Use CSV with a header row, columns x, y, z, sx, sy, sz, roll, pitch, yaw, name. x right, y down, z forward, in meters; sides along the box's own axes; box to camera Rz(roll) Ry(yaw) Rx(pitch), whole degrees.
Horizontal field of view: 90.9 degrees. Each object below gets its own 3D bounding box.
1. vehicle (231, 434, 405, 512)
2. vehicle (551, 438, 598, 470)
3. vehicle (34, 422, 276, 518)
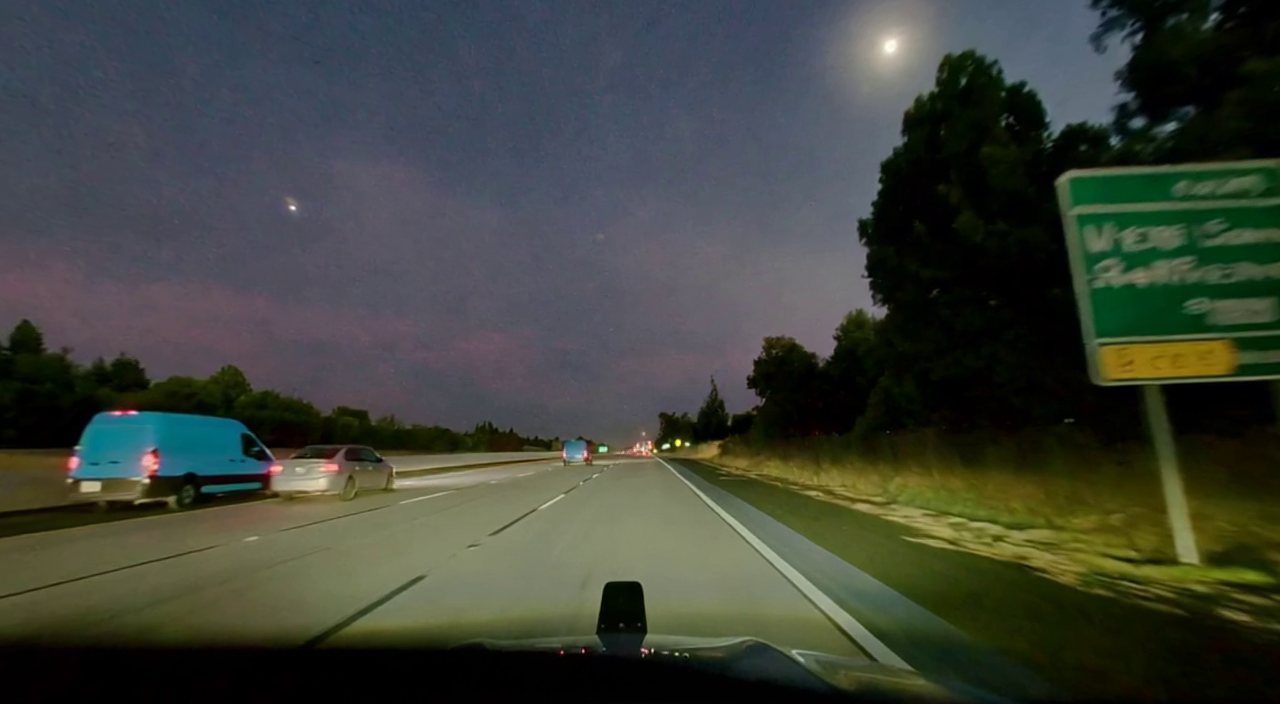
x,y,z,sx,sy,sz,roll,pitch,yaw,name
-7.455,2.820,15.172,2.014,1.598,4.015,0,-8,1,vehicle
-4.044,6.401,39.813,2.313,1.852,4.775,0,-8,2,vehicle
-10.837,2.650,14.672,1.977,1.870,4.525,0,-8,0,vehicle
